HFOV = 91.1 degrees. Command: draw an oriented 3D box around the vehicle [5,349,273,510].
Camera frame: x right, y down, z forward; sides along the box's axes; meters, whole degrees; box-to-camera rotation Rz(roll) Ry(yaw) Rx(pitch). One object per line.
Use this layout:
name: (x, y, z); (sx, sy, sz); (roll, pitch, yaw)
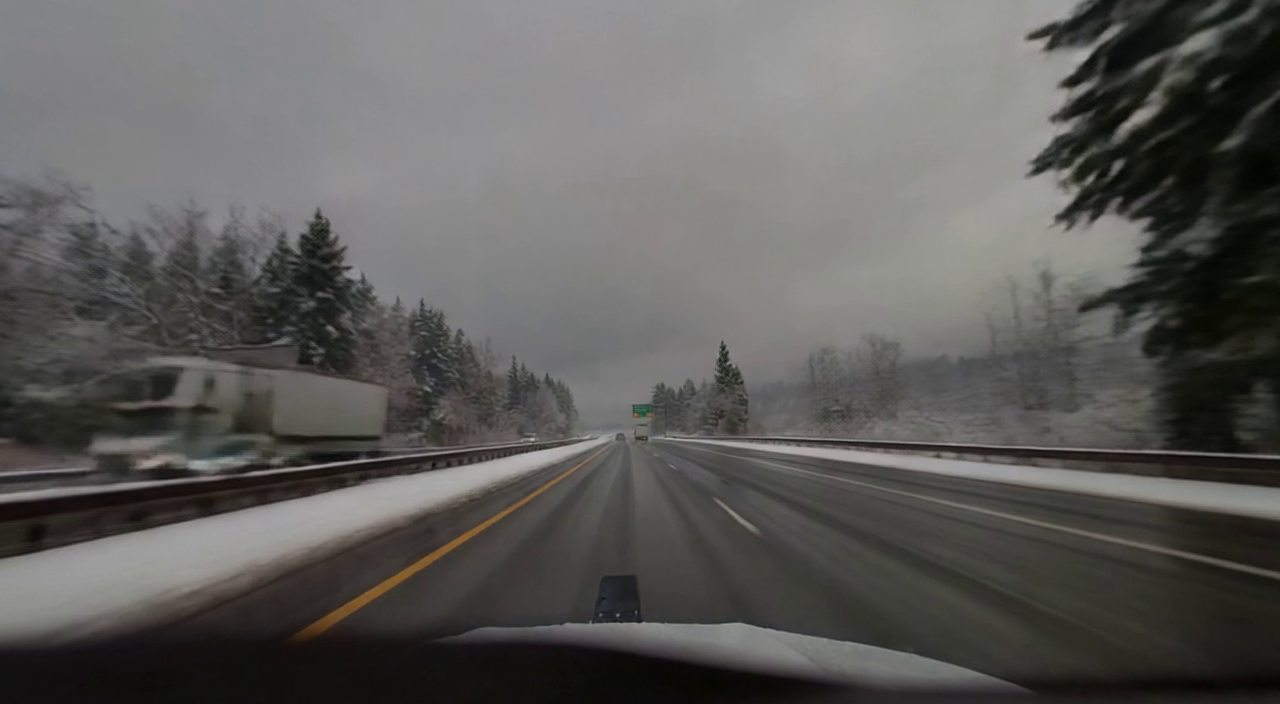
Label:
vehicle: (-14.277, 2.317, 18.761); (2.984, 4.005, 5.879); (0, -8, -1)

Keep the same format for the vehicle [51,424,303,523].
vehicle: (-10.019, 2.624, 14.215); (2.434, 1.856, 4.296); (0, -8, -1)
